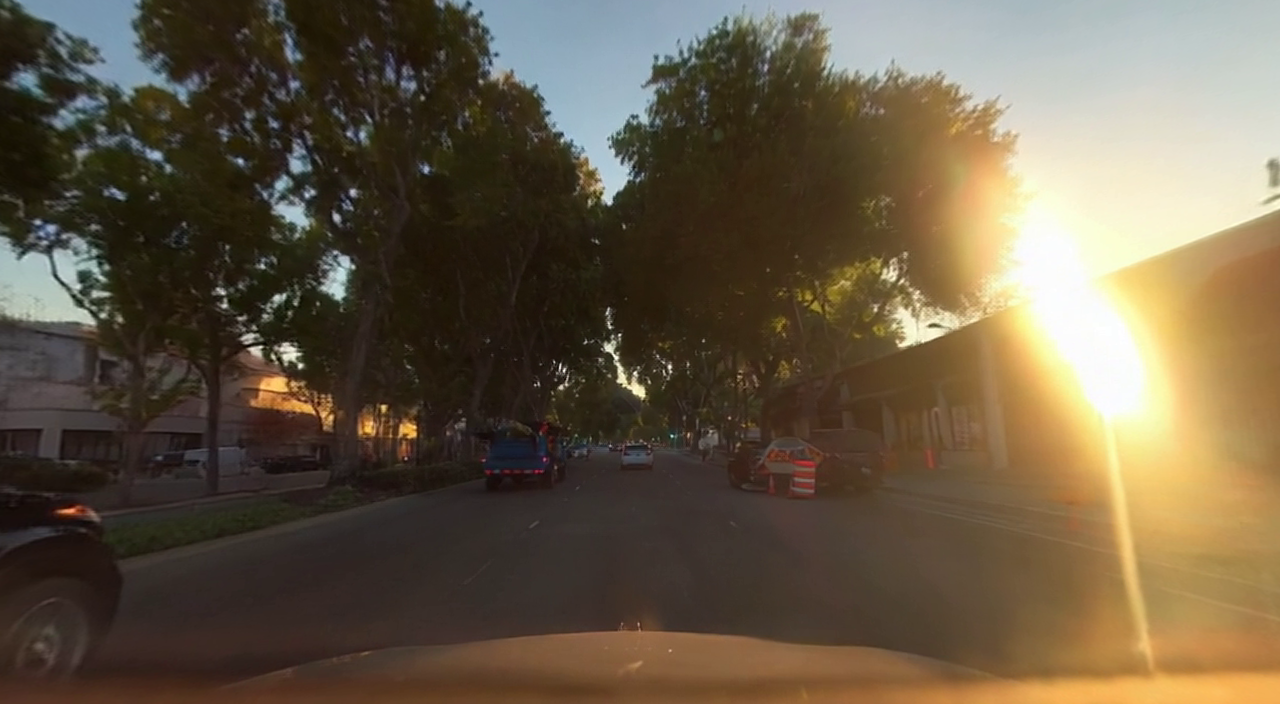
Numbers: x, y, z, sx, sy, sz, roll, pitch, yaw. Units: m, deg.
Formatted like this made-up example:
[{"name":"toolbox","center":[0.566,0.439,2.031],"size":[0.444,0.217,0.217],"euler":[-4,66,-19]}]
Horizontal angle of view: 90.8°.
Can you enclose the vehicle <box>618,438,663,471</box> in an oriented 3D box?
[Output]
[{"name":"vehicle","center":[-0.045,5.876,36.446],"size":[2.413,1.748,4.406],"euler":[0,-8,-2]}]

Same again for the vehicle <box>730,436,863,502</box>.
[{"name":"vehicle","center":[4.199,3.214,17.862],"size":[2.082,1.601,4.451],"euler":[1,-8,-8]}]

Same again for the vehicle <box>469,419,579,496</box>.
[{"name":"vehicle","center":[-3.409,3.260,19.921],"size":[2.424,2.063,5.678],"euler":[0,-8,-1]}]

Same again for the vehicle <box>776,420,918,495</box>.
[{"name":"vehicle","center":[6.608,3.471,21.159],"size":[2.921,2.166,5.422],"euler":[0,-8,0]}]

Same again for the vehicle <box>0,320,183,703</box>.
[{"name":"vehicle","center":[-3.708,0.580,1.207],"size":[2.327,1.775,4.430],"euler":[0,-8,0]}]
